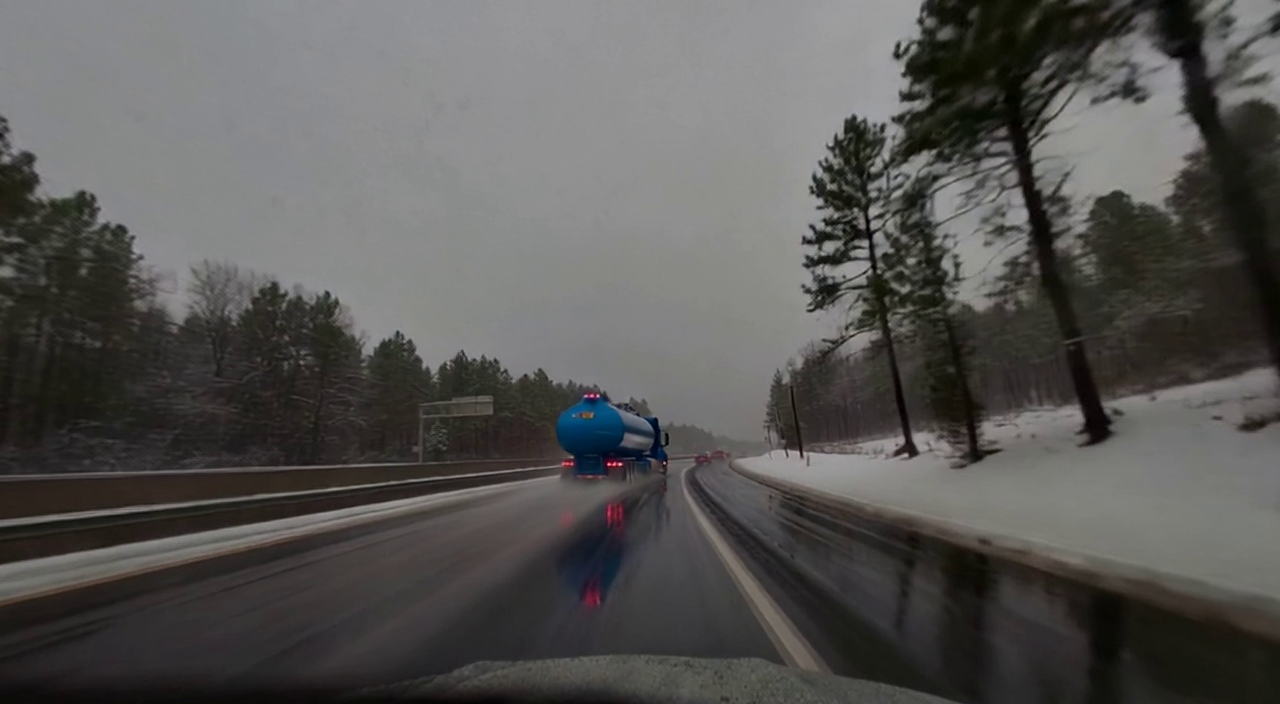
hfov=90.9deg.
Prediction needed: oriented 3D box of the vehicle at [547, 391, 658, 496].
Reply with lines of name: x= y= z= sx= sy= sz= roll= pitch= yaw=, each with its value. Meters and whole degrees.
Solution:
vehicle: x=-1.196 y=4.289 z=29.554 sx=2.907 sy=3.747 sz=13.318 roll=-1 pitch=-8 yaw=6
